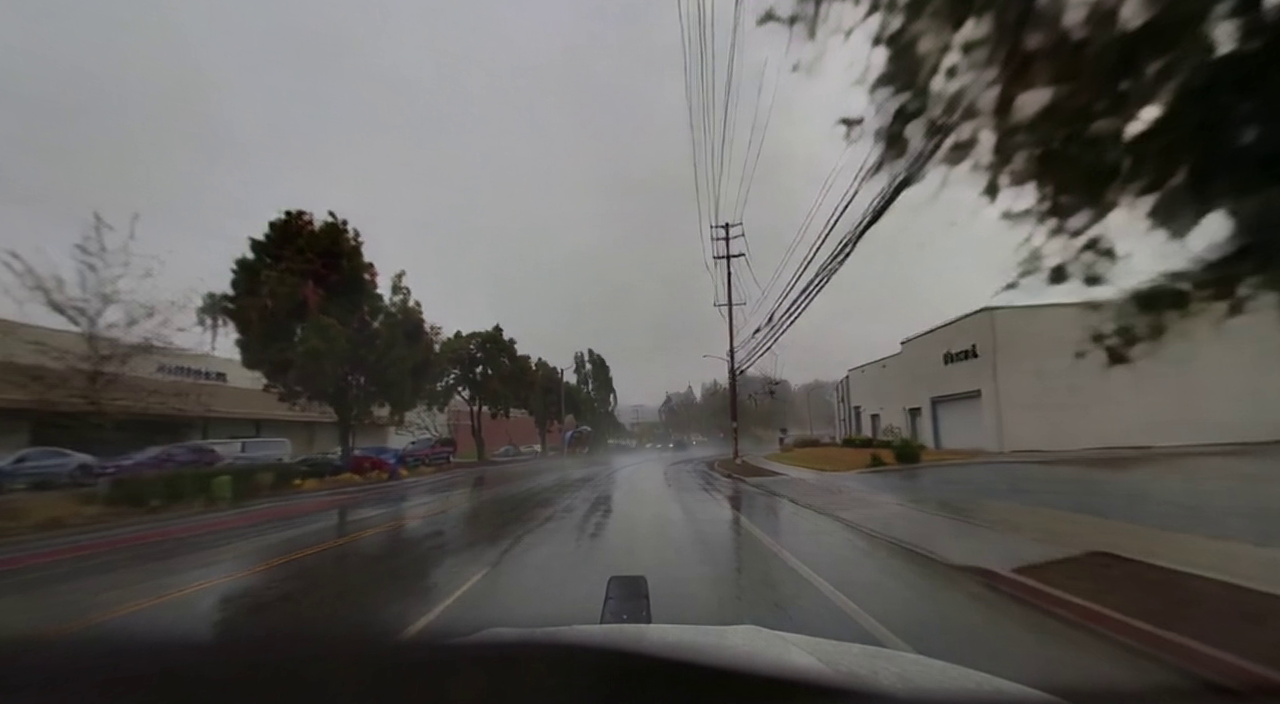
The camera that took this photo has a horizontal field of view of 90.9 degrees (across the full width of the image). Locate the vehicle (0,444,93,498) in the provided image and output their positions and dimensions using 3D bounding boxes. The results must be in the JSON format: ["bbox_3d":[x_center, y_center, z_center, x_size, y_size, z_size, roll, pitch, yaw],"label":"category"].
[{"bbox_3d":[-23.414,4.496,23.579,5.135,1.765,2.062,-6,-8,19],"label":"vehicle"}]

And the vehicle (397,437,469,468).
[{"bbox_3d":[-15.173,7.484,46.733,2.502,2.113,6.488,-1,-9,6],"label":"vehicle"}]

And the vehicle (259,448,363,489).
[{"bbox_3d":[-14.317,5.056,27.762,2.122,1.440,4.601,-4,-8,0],"label":"vehicle"}]

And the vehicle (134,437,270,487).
[{"bbox_3d":[-19.542,4.909,28.569,2.099,2.038,5.624,0,-8,0],"label":"vehicle"}]

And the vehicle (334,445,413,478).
[{"bbox_3d":[-13.945,5.715,33.305,2.070,1.577,4.652,0,-8,1],"label":"vehicle"}]
